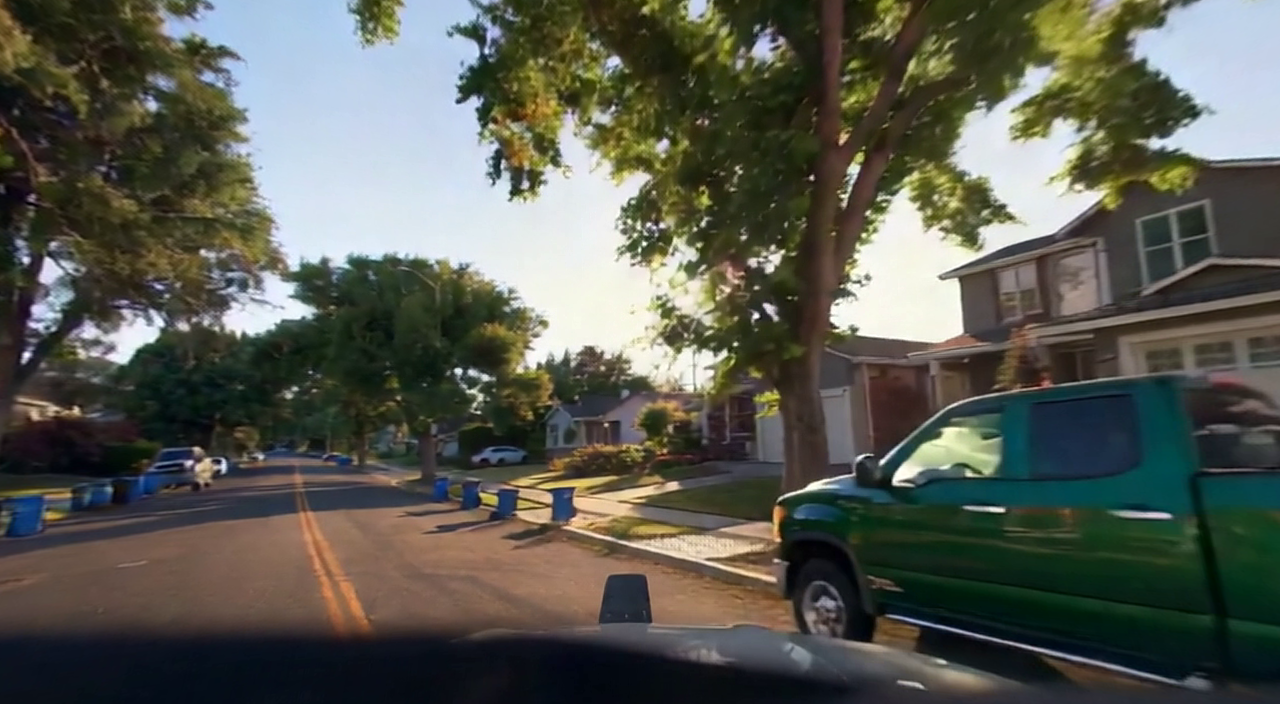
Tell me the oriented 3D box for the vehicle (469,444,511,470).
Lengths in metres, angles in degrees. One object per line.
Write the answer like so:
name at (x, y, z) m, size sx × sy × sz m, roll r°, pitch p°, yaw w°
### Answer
vehicle at (-11.685, 8.103, 48.874) m, size 1.936 × 1.687 × 4.714 m, roll 1°, pitch -6°, yaw -28°

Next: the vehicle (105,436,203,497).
vehicle at (-21.470, 5.005, 28.151) m, size 2.223 × 2.115 × 5.707 m, roll 11°, pitch -10°, yaw -27°
